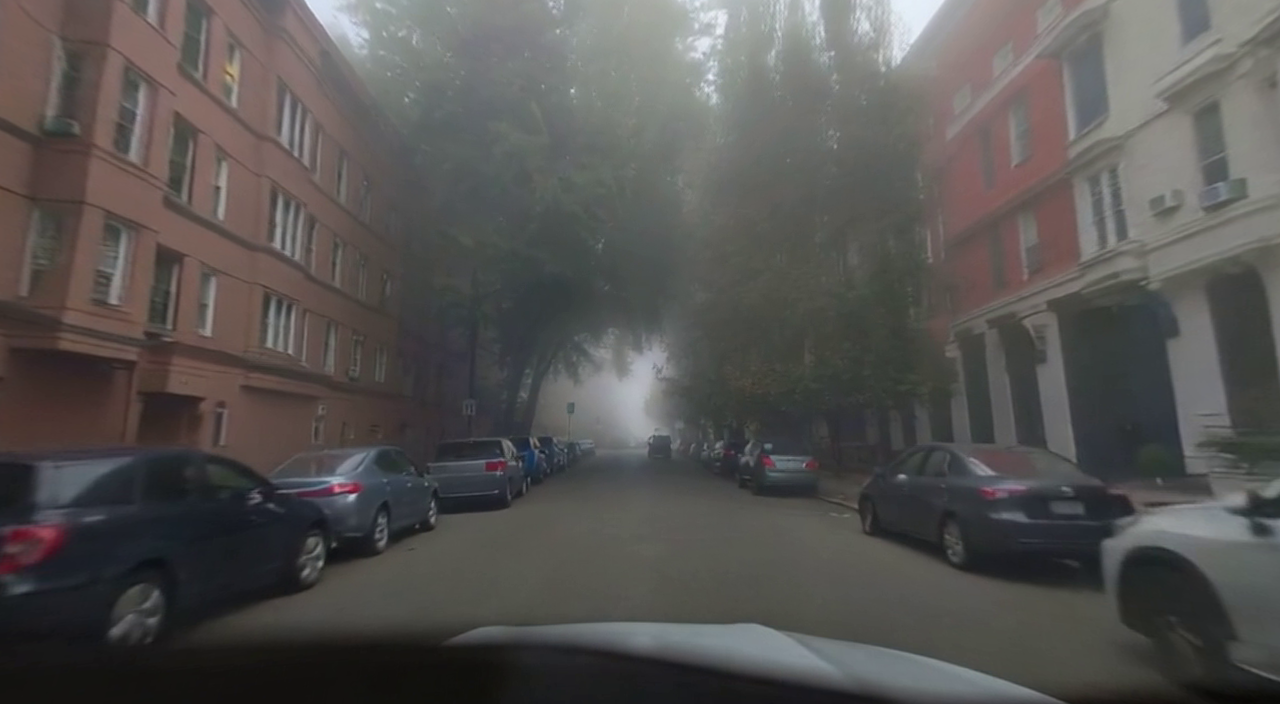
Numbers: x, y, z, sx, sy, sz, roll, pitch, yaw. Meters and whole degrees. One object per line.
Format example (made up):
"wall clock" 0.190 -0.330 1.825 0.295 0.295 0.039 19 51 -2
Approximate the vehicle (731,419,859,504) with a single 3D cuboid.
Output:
"vehicle" 3.660 2.670 15.874 1.879 1.802 4.574 0 -8 -2

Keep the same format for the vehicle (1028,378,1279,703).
"vehicle" 3.846 0.859 2.408 1.842 1.589 4.216 0 -8 -3

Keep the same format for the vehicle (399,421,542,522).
"vehicle" -3.598 2.529 14.310 2.027 1.640 4.444 2 -3 -1

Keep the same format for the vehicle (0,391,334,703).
"vehicle" -3.603 1.080 4.161 1.745 1.584 2.878 2 -3 -2

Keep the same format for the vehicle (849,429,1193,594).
"vehicle" 3.963 1.649 7.382 1.718 1.427 3.585 0 -8 -1
